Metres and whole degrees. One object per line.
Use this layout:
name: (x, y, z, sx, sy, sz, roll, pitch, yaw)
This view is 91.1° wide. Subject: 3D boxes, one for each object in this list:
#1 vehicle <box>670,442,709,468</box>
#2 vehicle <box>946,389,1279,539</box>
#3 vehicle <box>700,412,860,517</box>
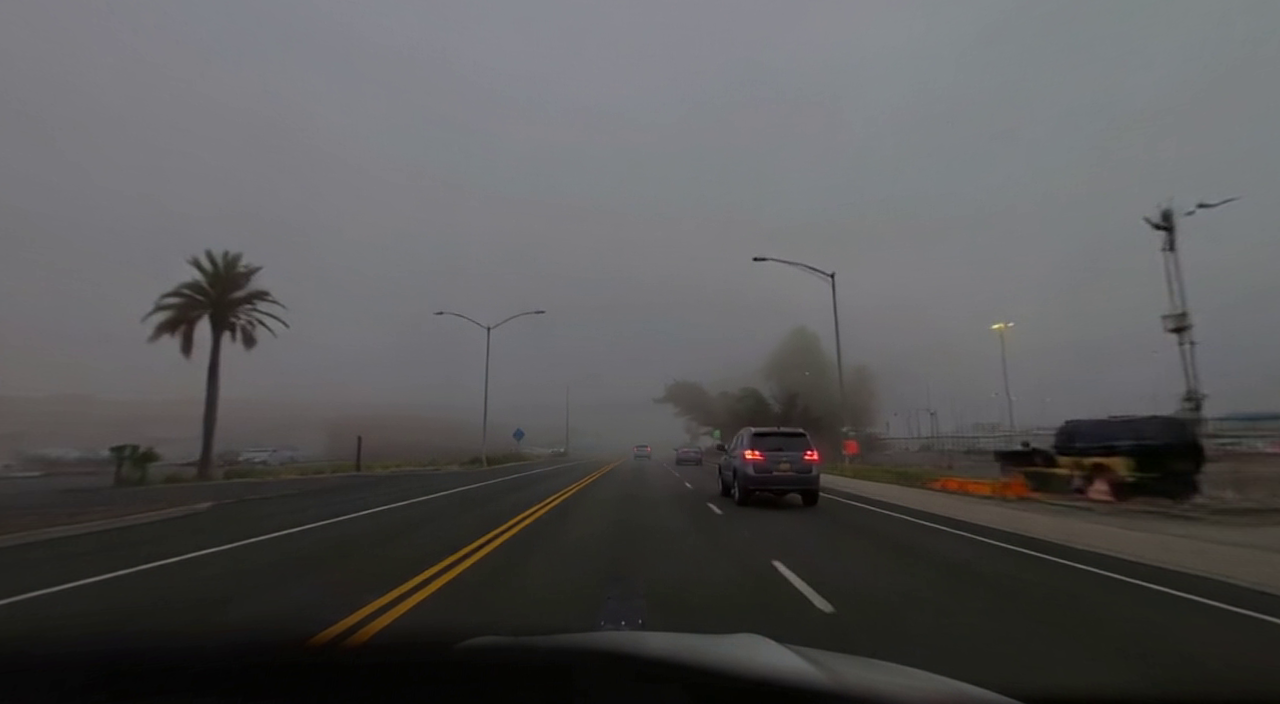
vehicle: (3.157, 6.662, 40.750, 2.148, 1.562, 4.642, 0, -8, 0)
vehicle: (10.724, 2.495, 14.939, 2.799, 2.593, 7.710, -1, -8, -1)
vehicle: (2.910, 2.538, 14.698, 2.386, 1.970, 5.665, 0, -8, -1)
